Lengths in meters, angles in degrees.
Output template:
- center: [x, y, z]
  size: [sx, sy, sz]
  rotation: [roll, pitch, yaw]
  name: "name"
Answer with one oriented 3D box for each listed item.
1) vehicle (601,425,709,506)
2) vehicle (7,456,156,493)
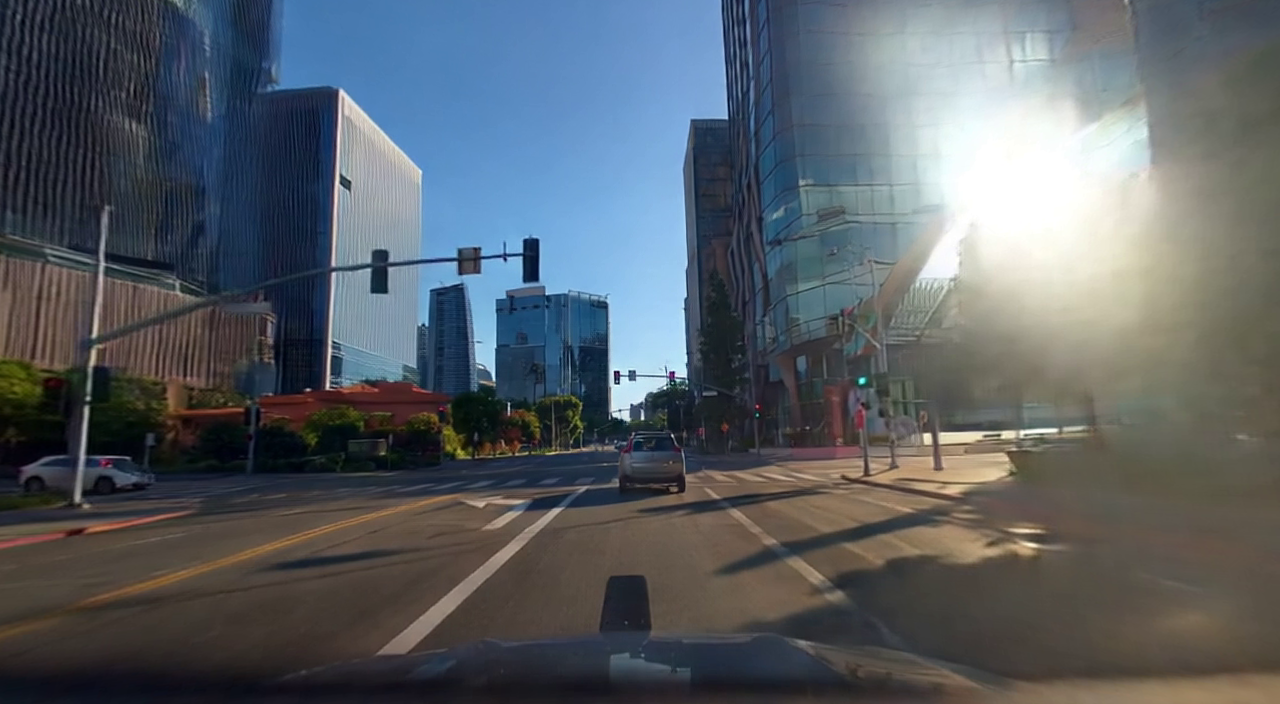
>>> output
- center: [0.305, 2.611, 14.906]
  size: [2.184, 1.640, 4.086]
  rotation: [0, -8, 0]
  name: "vehicle"
- center: [-23.833, 5.213, 27.009]
  size: [4.494, 1.475, 1.893]
  rotation: [0, -8, -1]
  name: "vehicle"
